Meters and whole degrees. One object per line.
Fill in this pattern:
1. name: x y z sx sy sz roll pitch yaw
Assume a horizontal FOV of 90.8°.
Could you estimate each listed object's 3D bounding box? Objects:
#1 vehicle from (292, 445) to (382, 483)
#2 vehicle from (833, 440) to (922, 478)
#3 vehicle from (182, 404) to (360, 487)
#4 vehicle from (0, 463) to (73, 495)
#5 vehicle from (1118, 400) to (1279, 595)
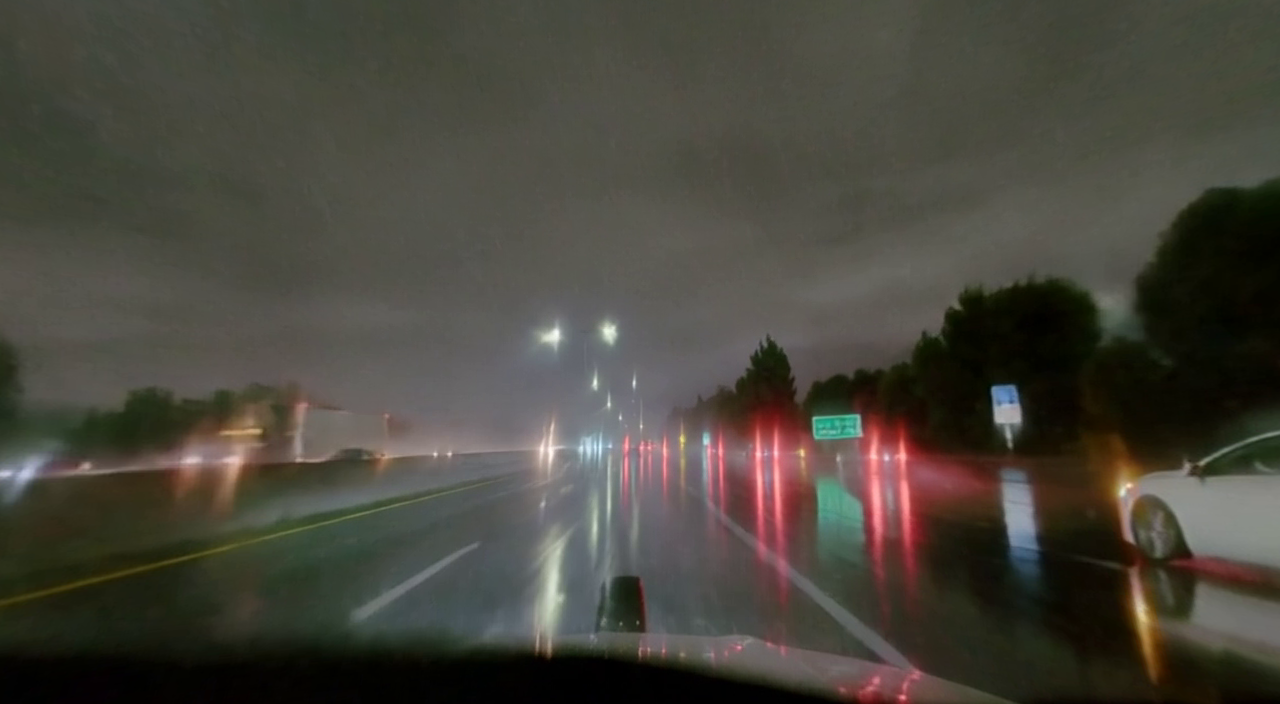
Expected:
1. vehicle: -11.183 4.121 23.584 1.620 1.274 3.583 0 -8 -1
2. vehicle: 10.511 4.747 28.426 1.962 1.536 4.945 0 -9 -1
3. vehicle: -15.375 4.039 27.302 2.814 3.036 7.829 0 -9 1
4. vehicle: -35.628 7.278 36.467 1.879 1.576 4.072 -1 -9 3
5. vehicle: 6.590 1.185 4.984 2.027 1.679 4.543 0 -9 0
